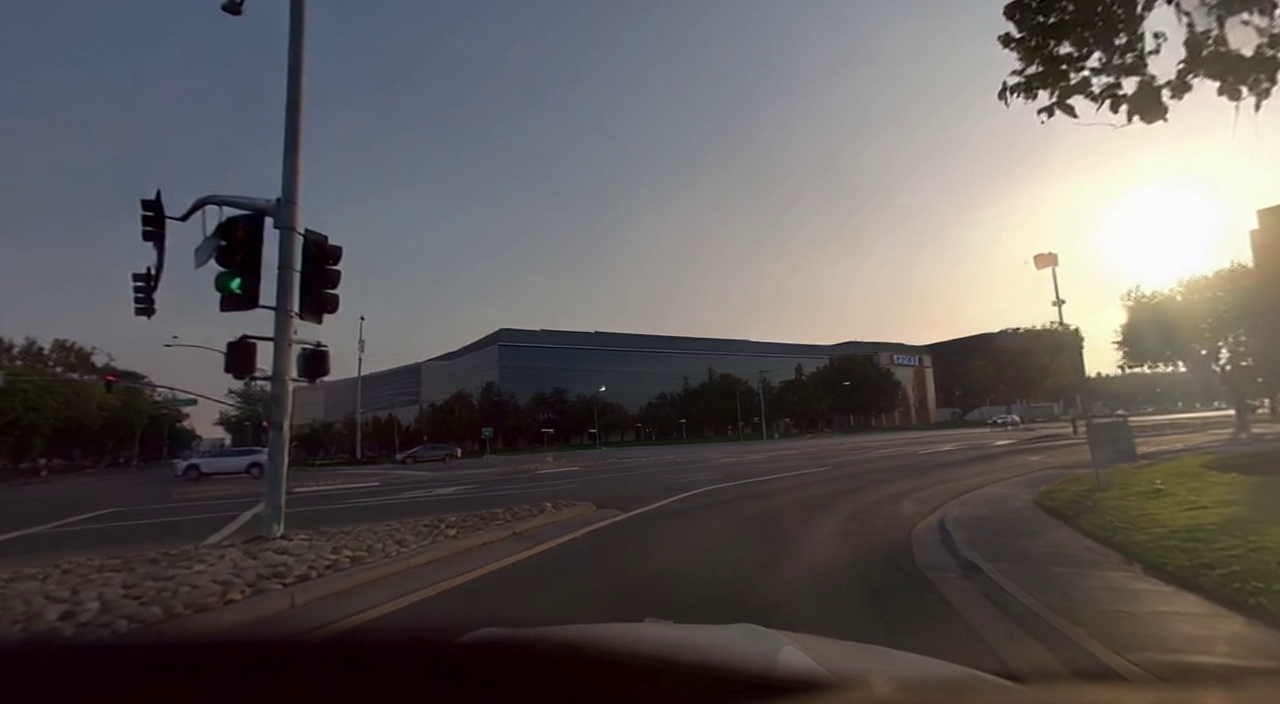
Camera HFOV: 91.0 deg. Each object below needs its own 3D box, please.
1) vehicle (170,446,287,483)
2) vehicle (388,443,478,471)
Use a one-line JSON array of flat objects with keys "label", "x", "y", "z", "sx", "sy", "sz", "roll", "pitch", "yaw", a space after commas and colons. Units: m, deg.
[{"label": "vehicle", "x": -21.699, "y": 5.875, "z": 33.340, "sx": 4.782, "sy": 1.776, "sz": 2.118, "roll": 7, "pitch": -11, "yaw": -42}, {"label": "vehicle", "x": -11.864, "y": 5.996, "z": 36.200, "sx": 4.527, "sy": 1.444, "sz": 1.811, "roll": 8, "pitch": -11, "yaw": -42}]
